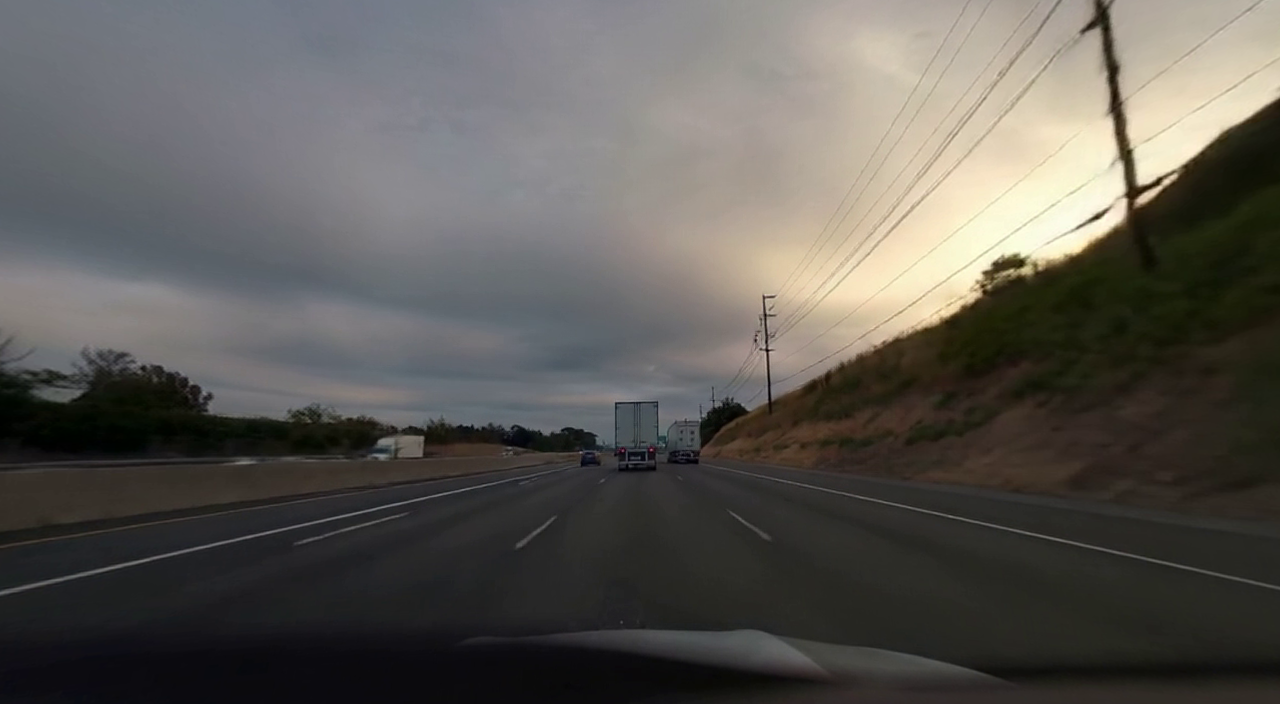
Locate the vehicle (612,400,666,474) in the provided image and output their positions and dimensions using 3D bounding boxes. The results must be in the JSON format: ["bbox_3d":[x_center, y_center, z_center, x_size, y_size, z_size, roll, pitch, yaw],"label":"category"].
[{"bbox_3d":[-0.063,5.524,40.340,2.985,4.025,10.982,0,-9,0],"label":"vehicle"}]
